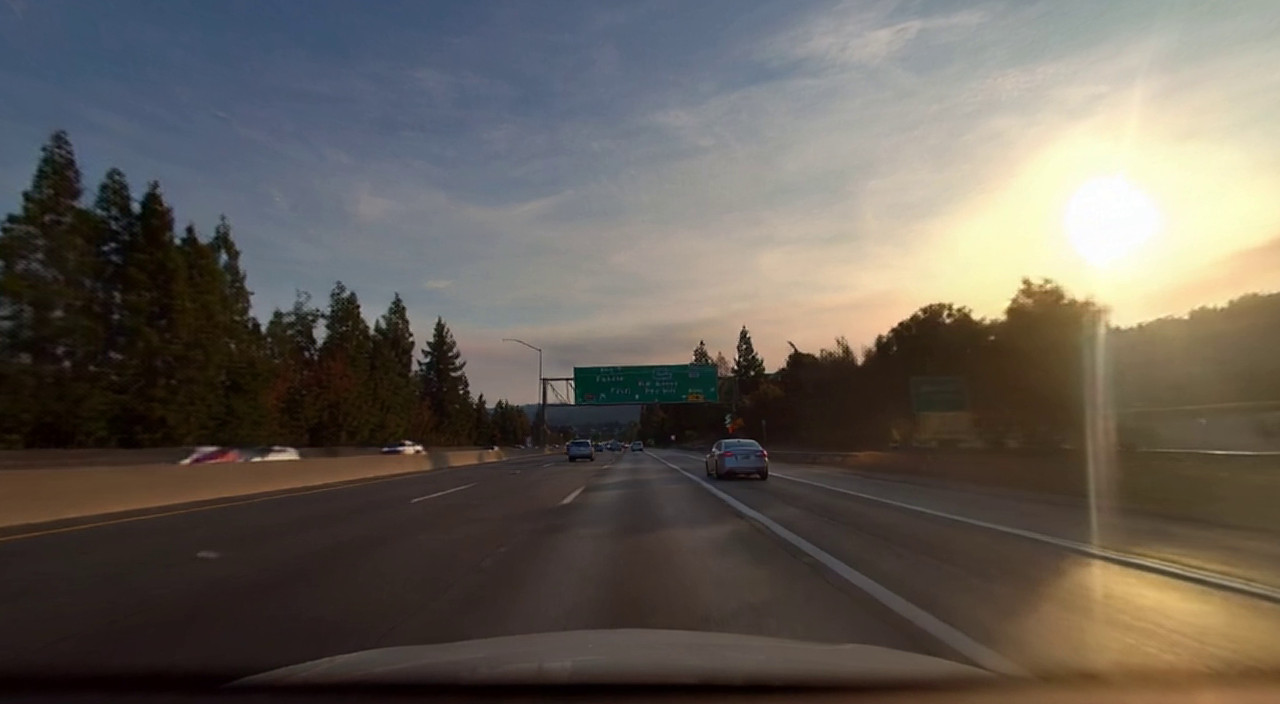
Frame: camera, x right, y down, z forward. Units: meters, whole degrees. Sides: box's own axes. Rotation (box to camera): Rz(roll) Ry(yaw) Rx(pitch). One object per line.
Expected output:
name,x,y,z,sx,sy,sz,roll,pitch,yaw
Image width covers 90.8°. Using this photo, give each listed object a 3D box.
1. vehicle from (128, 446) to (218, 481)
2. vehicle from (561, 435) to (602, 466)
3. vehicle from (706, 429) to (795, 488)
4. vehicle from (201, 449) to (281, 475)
vehicle,-28.773,6.844,39.135,2.029,1.981,4.631,0,-9,-1
vehicle,-3.609,6.243,39.973,2.173,1.793,4.564,0,-9,0
vehicle,3.467,3.439,20.663,2.053,1.714,4.097,0,-9,-1
vehicle,-25.162,6.954,40.061,2.172,1.535,4.471,0,-9,-1
